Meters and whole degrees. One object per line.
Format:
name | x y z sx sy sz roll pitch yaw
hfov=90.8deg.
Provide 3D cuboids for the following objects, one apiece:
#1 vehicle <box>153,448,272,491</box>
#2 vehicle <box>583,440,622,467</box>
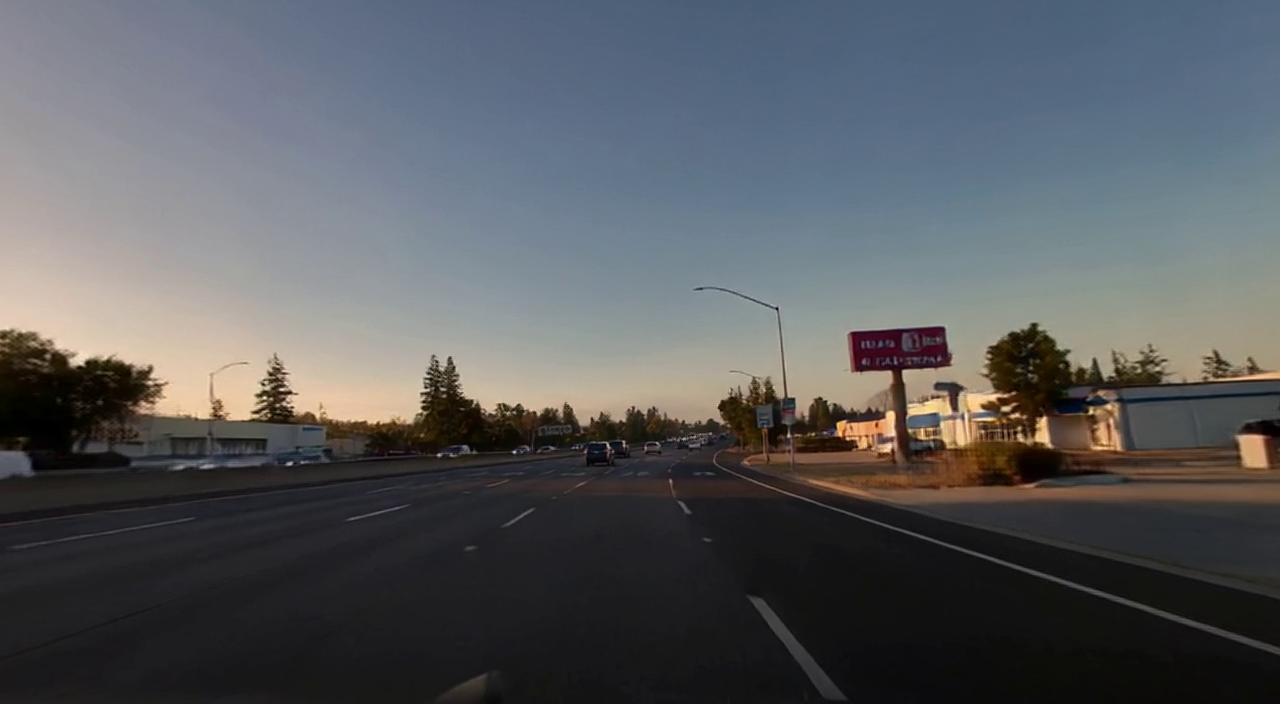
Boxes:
vehicle | -18.507 5.060 27.641 1.958 1.678 4.390 0 -9 2
vehicle | -2.543 7.006 43.647 2.139 1.782 4.079 -1 -9 4
